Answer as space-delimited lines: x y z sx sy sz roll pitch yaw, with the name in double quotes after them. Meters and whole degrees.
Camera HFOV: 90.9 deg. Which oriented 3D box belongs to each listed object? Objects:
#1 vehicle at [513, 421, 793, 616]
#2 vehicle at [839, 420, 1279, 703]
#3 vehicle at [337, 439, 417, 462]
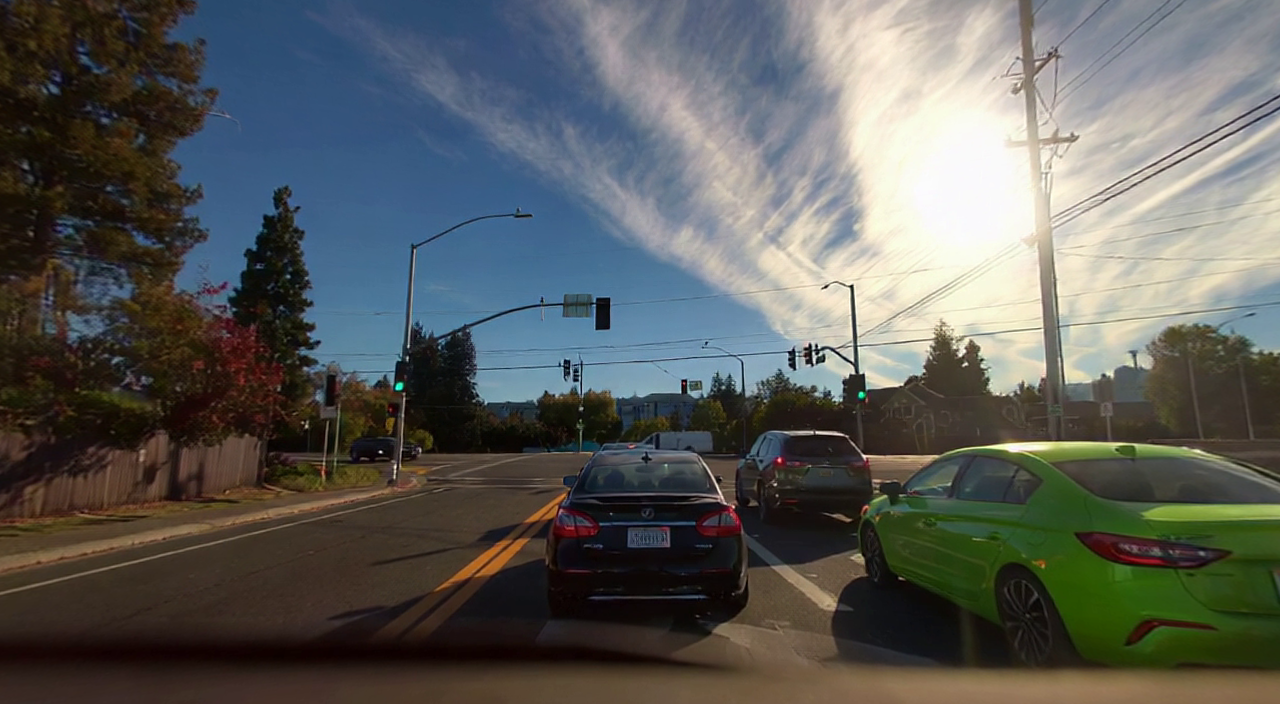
0.076 1.615 7.148 2.170 1.497 4.369 0 -8 -1 "vehicle"
3.100 1.266 4.258 2.027 1.432 4.431 0 -8 0 "vehicle"
-17.228 6.478 41.379 4.406 1.458 1.892 -1 -8 7 "vehicle"
